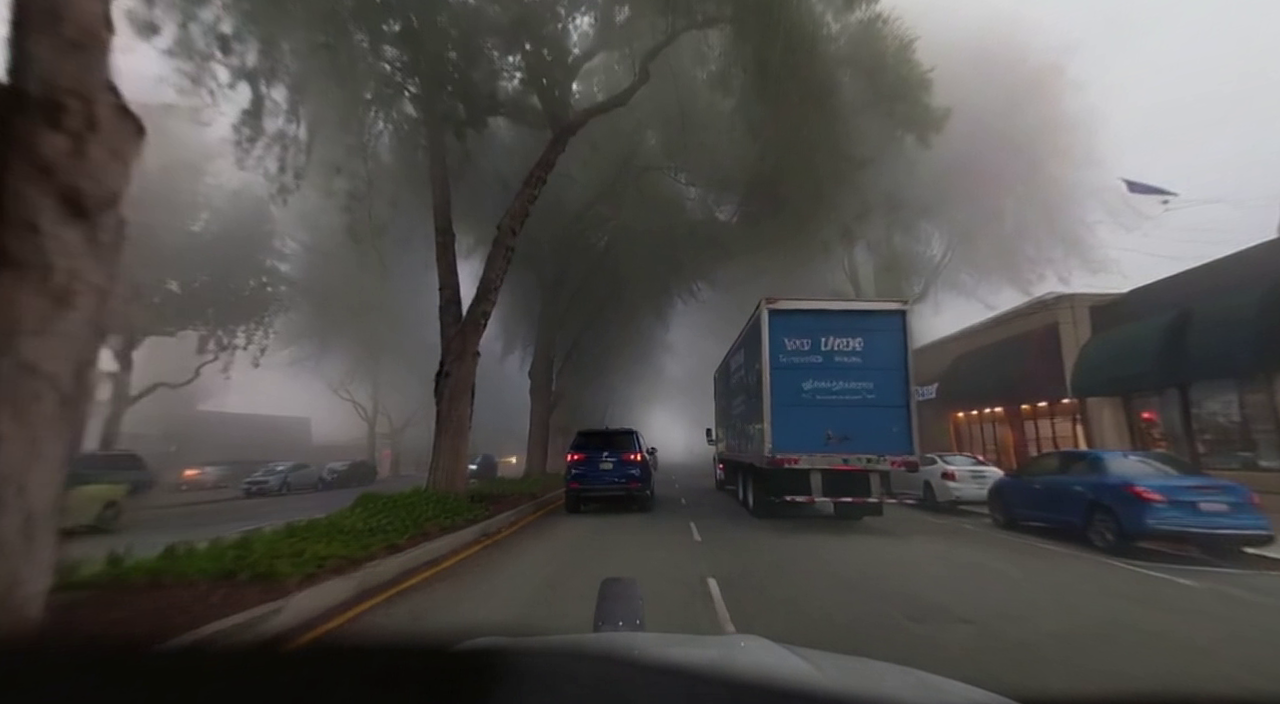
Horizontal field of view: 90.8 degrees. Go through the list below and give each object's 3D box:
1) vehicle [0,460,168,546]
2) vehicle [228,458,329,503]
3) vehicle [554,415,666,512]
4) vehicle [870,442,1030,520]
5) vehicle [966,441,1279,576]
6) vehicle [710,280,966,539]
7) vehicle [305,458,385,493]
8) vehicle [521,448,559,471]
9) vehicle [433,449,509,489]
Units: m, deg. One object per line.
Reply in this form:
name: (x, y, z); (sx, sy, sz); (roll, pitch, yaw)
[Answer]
vehicle: (-12.310, 2.963, 12.744); (1.966, 1.442, 4.466); (-1, -9, 3)
vehicle: (-15.705, 5.552, 27.731); (1.841, 1.567, 4.413); (-5, -9, 1)
vehicle: (-0.541, 2.740, 15.886); (2.293, 2.036, 4.853); (-1, -9, 3)
vehicle: (7.173, 2.978, 15.190); (1.739, 1.582, 4.282); (0, -9, 1)
vehicle: (6.855, 2.111, 9.379); (1.929, 1.522, 4.158); (-1, -9, 3)
vehicle: (3.879, 1.864, 16.734); (3.007, 4.206, 12.913); (0, -9, 2)
vehicle: (-15.528, 6.489, 33.531); (1.874, 1.506, 4.781); (-5, -9, 1)
vehicle: (-7.327, 7.934, 46.864); (1.937, 1.641, 4.575); (-1, -9, 2)
vehicle: (-7.122, 4.962, 27.130); (2.056, 1.534, 4.645); (0, -9, -1)
